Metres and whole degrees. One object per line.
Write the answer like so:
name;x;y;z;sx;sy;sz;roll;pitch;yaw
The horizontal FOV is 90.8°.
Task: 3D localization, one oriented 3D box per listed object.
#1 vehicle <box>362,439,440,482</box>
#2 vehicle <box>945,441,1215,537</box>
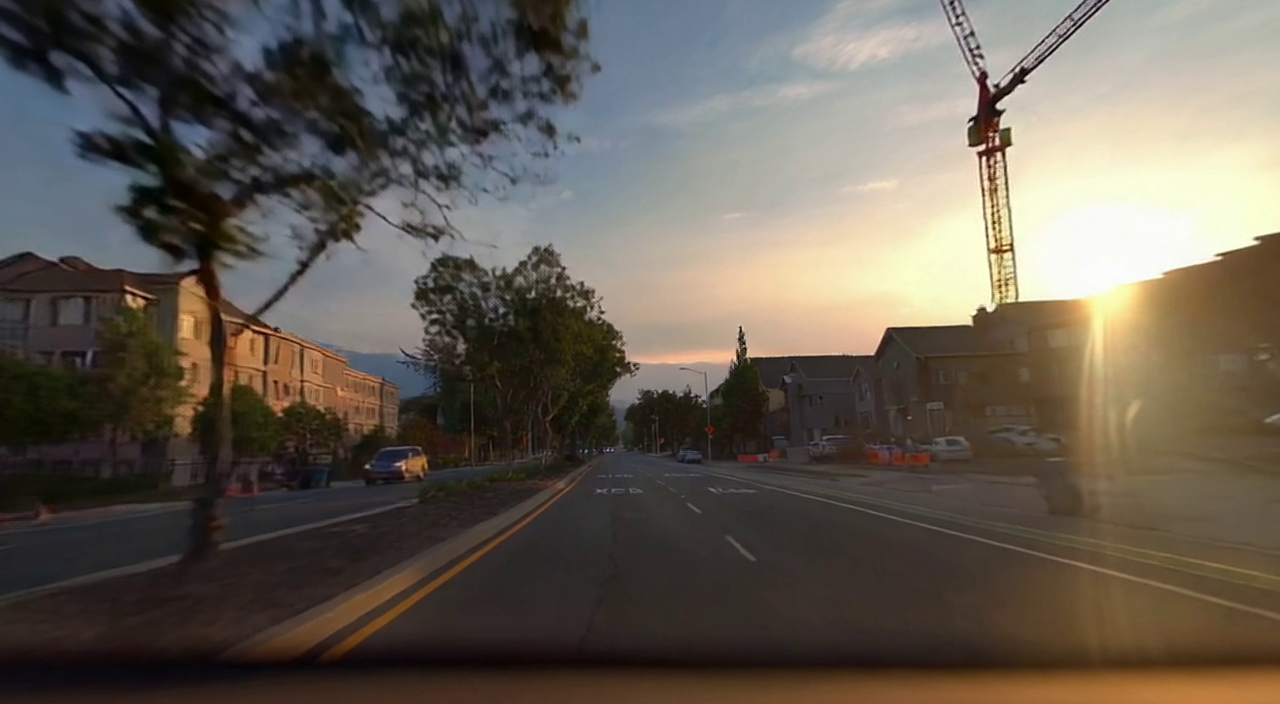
vehicle;-11.837;5.376;31.641;2.127;1.984;4.545;0;-9;-1
vehicle;8.346;2.584;12.633;1.977;1.540;4.307;1;-9;-6
